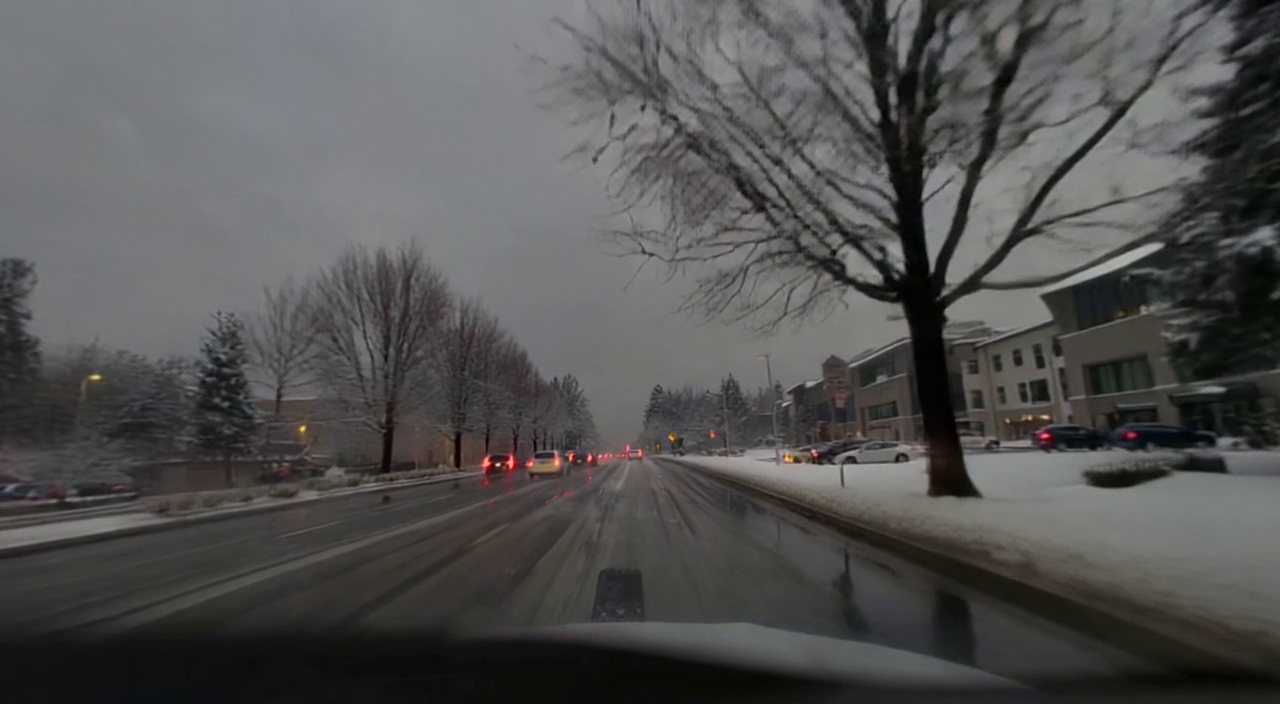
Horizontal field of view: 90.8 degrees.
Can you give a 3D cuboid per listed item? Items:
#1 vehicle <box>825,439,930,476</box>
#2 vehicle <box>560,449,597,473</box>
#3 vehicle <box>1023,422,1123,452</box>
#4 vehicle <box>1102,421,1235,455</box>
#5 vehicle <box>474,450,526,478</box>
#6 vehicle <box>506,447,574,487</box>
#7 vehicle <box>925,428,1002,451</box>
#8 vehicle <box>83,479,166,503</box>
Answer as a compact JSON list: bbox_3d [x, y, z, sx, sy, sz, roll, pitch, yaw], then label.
[{"bbox_3d":[12.889,5.754,34.499,4.790,1.439,2.034,-7,-9,1],"label":"vehicle"},{"bbox_3d":[-3.964,7.073,41.243,1.971,1.414,4.317,0,-9,1],"label":"vehicle"},{"bbox_3d":[25.053,4.941,36.661,4.154,1.662,2.113,0,-8,1],"label":"vehicle"},{"bbox_3d":[25.119,4.110,30.119,4.614,1.464,1.856,-1,-9,0],"label":"vehicle"},{"bbox_3d":[-8.197,6.608,37.515,1.976,1.497,4.709,0,-9,1],"label":"vehicle"},{"bbox_3d":[-4.005,4.704,26.147,2.011,1.483,4.596,0,-9,1],"label":"vehicle"},{"bbox_3d":[25.350,6.886,49.592,4.939,1.818,1.989,0,-9,-1],"label":"vehicle"},{"bbox_3d":[-37.171,10.002,45.630,4.232,1.578,1.759,1,-10,-3],"label":"vehicle"}]
